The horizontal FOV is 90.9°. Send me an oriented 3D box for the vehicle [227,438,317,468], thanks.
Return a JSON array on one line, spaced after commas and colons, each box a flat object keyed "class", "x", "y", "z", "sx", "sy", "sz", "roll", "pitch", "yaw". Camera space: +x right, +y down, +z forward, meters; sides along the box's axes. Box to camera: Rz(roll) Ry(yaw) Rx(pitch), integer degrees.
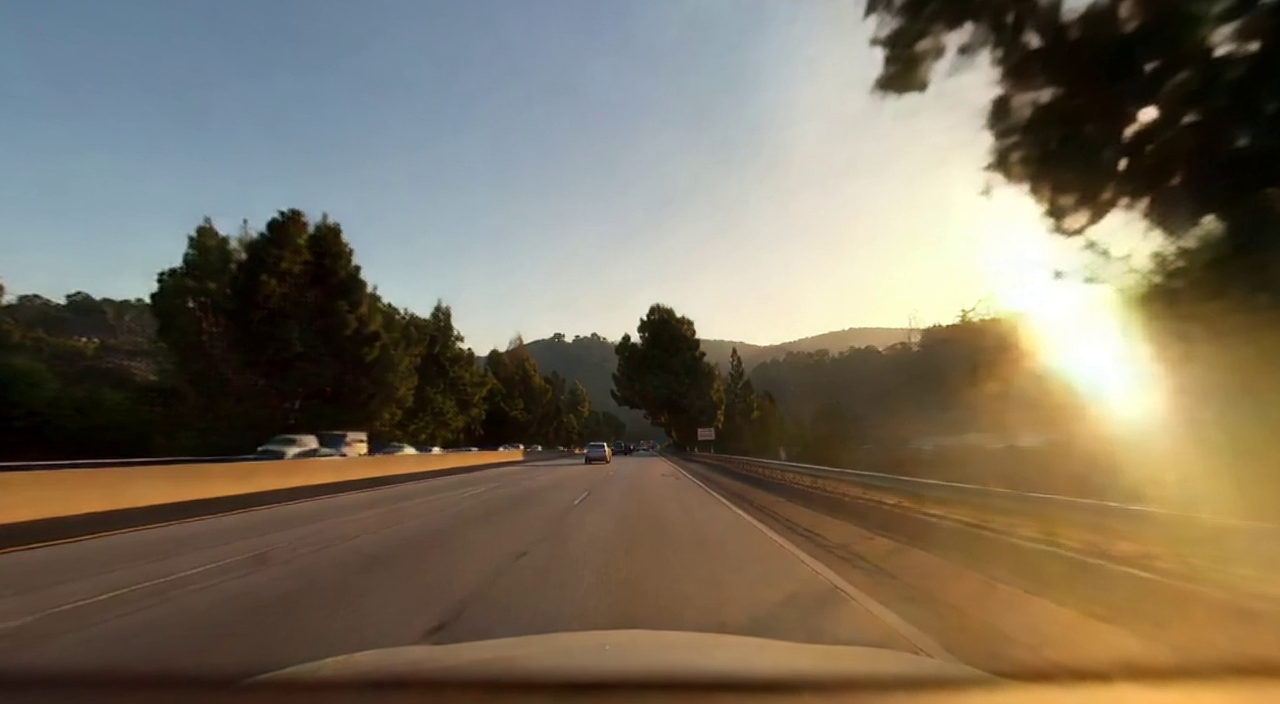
[{"class": "vehicle", "x": -25.336, "y": 6.956, "z": 43.770, "sx": 2.367, "sy": 1.952, "sz": 6.285, "roll": 0, "pitch": -8, "yaw": 1}]
